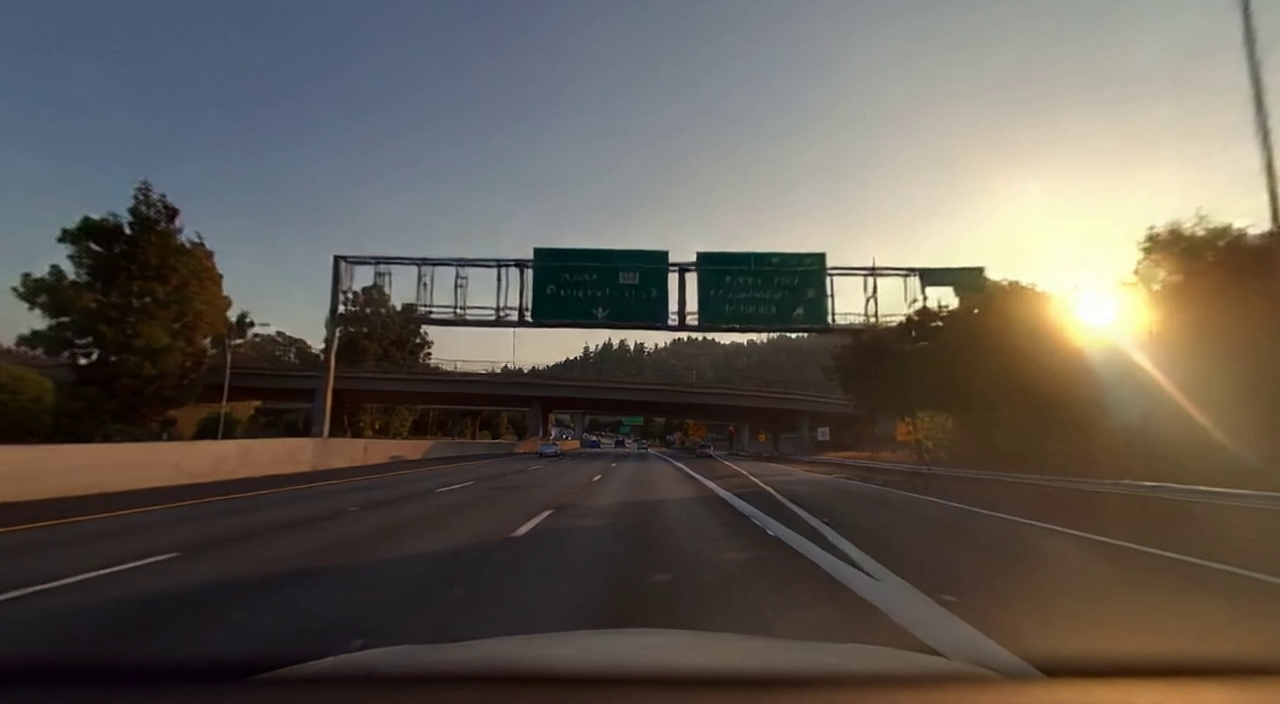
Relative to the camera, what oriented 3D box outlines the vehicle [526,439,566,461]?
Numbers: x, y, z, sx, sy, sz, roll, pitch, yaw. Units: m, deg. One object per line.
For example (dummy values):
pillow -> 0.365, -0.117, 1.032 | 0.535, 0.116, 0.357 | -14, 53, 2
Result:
vehicle -> -6.775, 7.092, 45.854 | 2.025, 1.494, 4.495 | 0, -8, 2
